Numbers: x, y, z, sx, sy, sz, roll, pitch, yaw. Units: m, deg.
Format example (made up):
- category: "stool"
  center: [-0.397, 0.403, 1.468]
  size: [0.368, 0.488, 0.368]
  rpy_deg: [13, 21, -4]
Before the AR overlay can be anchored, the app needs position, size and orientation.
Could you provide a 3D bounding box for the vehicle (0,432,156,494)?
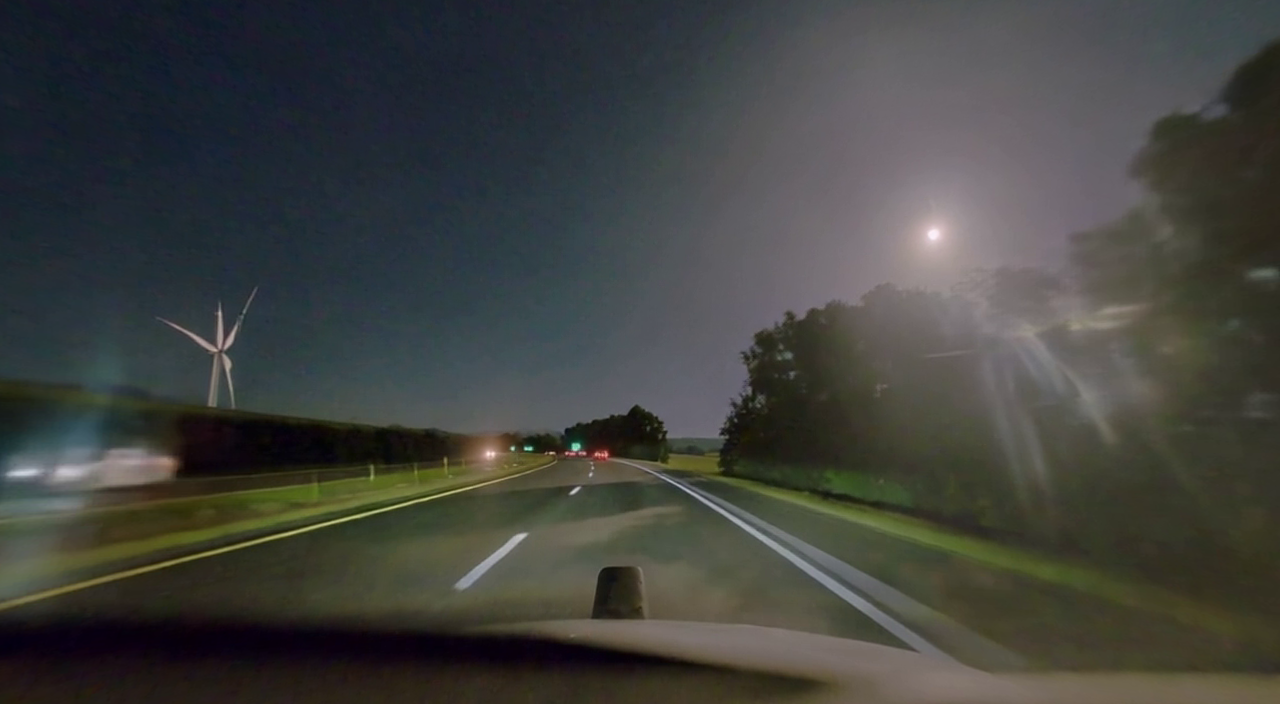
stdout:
- category: "vehicle"
  center: [-16.632, 3.162, 18.181]
  size: [1.879, 1.547, 4.378]
  rpy_deg: [0, -9, -1]
